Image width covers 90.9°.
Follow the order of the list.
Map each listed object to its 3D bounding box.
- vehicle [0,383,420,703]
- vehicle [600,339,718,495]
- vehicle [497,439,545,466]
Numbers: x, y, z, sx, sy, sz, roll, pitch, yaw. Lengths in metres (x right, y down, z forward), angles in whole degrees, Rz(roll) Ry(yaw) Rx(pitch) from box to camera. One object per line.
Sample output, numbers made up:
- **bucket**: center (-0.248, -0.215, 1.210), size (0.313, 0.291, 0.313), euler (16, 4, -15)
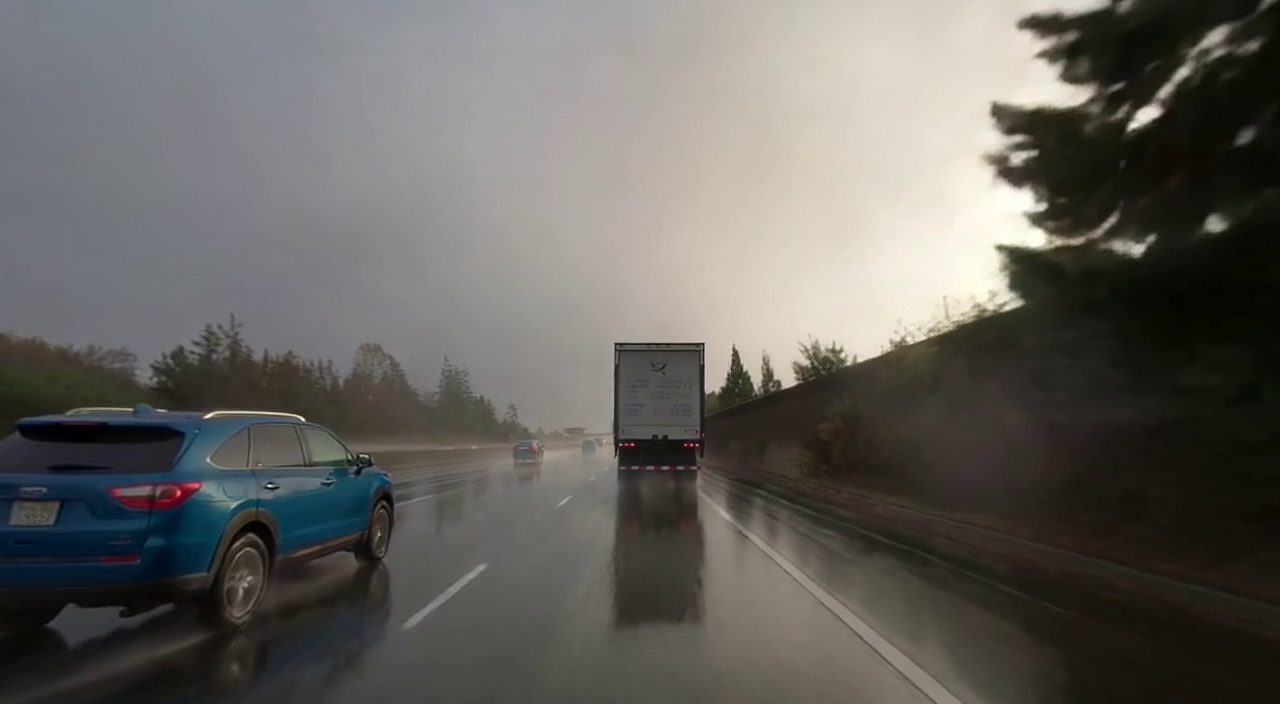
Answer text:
- **vehicle**: center (-3.758, 1.316, 5.488), size (2.077, 1.671, 4.249), euler (0, -9, 1)
- **vehicle**: center (0.451, 2.354, 20.860), size (2.870, 3.841, 10.653), euler (0, -9, 0)
- **vehicle**: center (-6.941, 5.919, 37.297), size (1.882, 1.451, 4.416), euler (0, -9, 1)
